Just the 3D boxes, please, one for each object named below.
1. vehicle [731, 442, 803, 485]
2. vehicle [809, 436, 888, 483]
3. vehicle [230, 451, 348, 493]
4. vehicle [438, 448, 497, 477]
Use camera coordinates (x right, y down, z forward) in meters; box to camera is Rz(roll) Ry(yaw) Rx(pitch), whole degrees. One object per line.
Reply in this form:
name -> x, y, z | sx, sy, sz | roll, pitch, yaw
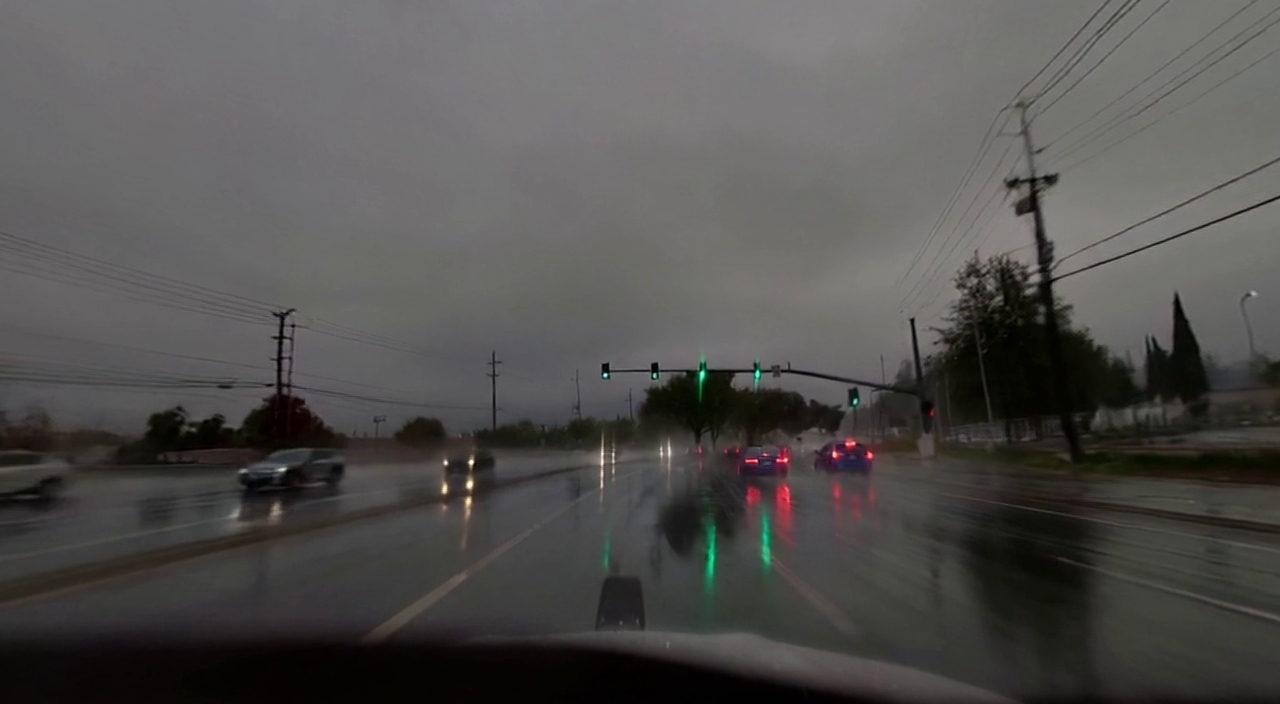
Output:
vehicle -> 4.768, 4.231, 24.351 | 2.035, 1.460, 4.392 | 0, -9, 3
vehicle -> 8.614, 4.471, 26.563 | 2.029, 1.795, 4.371 | 0, -9, 3
vehicle -> -14.114, 4.824, 25.786 | 1.847, 1.478, 4.746 | 0, -9, 4
vehicle -> -10.112, 6.508, 37.435 | 1.885, 1.592, 4.337 | -1, -9, 5
